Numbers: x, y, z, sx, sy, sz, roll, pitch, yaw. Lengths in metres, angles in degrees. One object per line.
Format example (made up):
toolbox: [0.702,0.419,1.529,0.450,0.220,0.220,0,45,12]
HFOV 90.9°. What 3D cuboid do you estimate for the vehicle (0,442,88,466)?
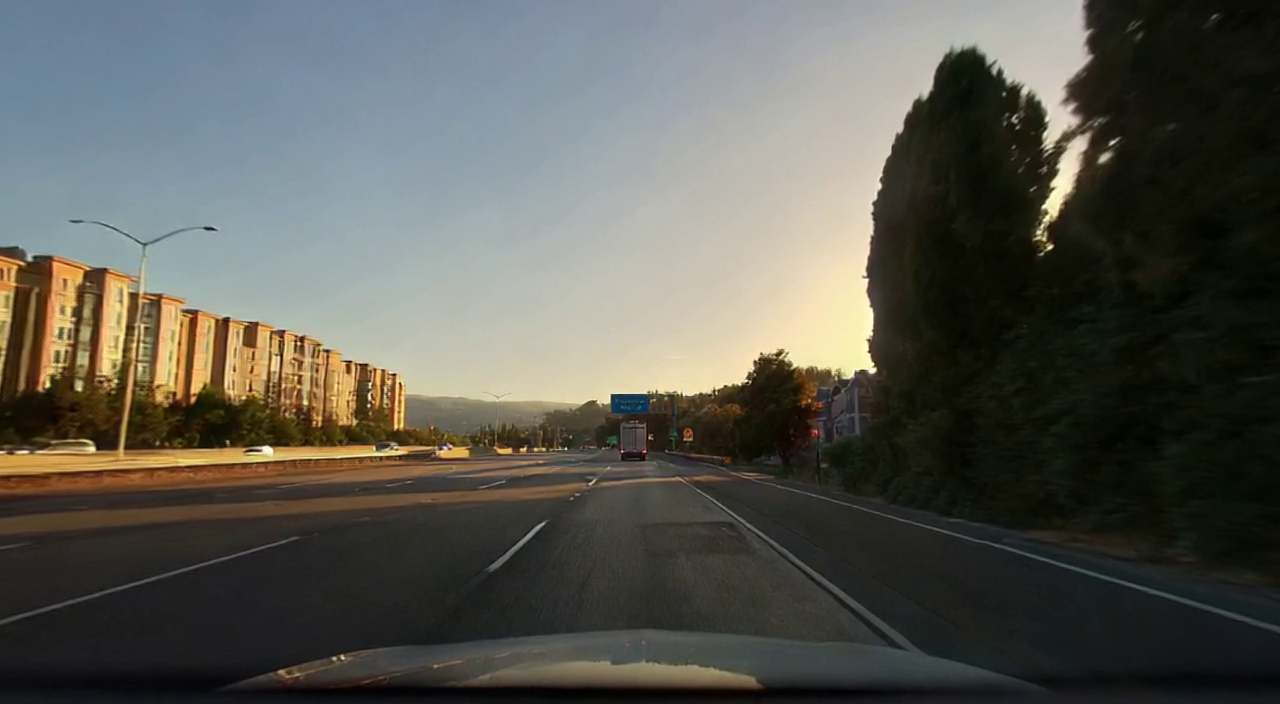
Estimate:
vehicle: [-37.172,6.355,39.388,1.755,1.446,3.906,-1,-9,1]
